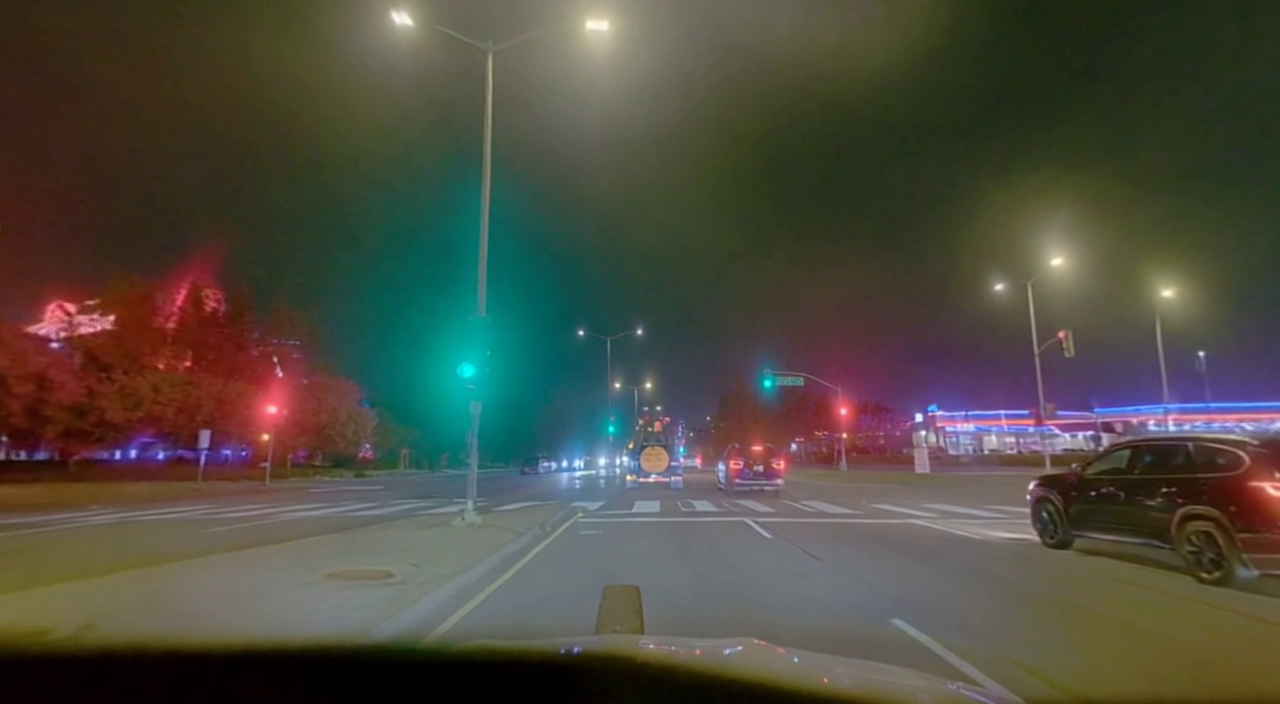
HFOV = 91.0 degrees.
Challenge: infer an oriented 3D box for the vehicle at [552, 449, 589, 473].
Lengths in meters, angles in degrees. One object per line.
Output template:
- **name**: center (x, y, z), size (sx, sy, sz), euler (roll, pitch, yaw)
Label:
- **vehicle**: center (-4.518, 7.118, 41.350), size (2.001, 1.518, 4.316), euler (0, -9, -1)

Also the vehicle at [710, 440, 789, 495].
- **vehicle**: center (3.739, 4.039, 22.343), size (2.025, 1.754, 4.311), euler (0, -9, 0)

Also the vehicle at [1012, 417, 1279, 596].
- **vehicle**: center (7.126, 1.793, 8.050), size (1.982, 1.698, 4.408), euler (0, -9, 0)

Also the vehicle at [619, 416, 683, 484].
- **vehicle**: center (0.439, 3.958, 25.585), size (2.370, 2.518, 3.858), euler (0, -9, 1)
